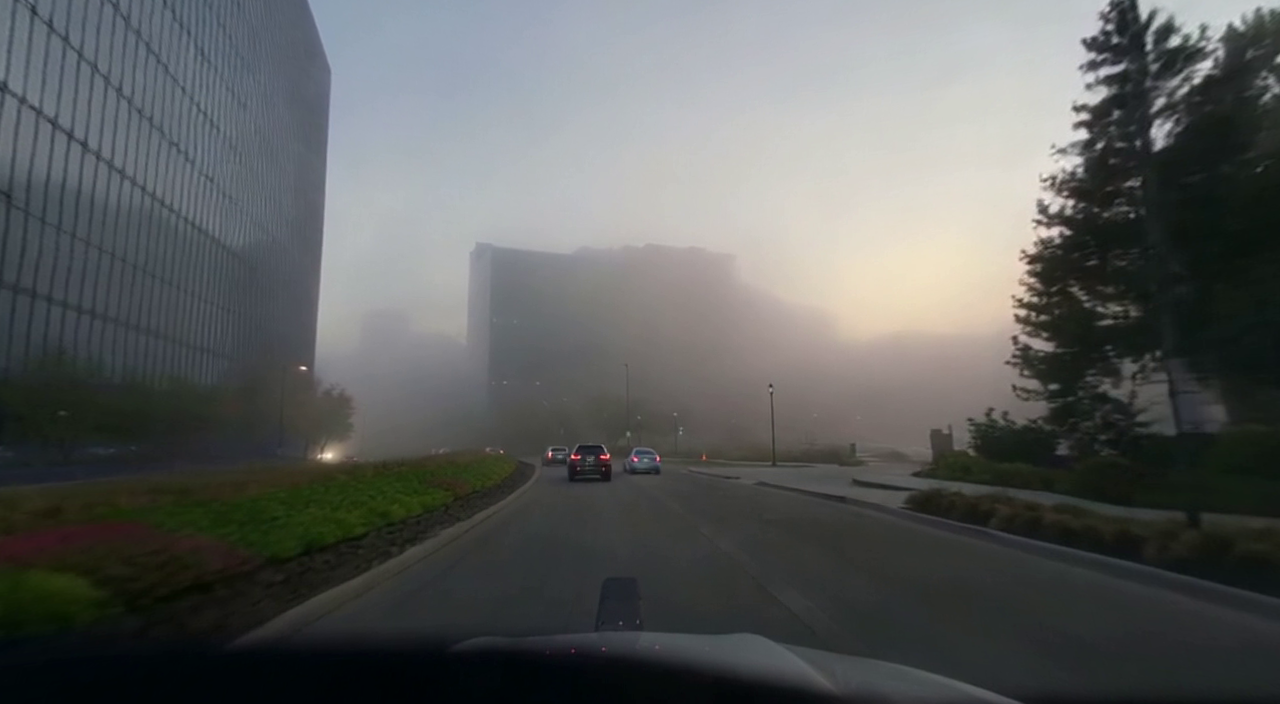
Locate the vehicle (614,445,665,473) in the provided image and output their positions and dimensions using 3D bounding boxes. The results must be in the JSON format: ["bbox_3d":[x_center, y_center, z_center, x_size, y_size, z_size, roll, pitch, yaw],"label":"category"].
[{"bbox_3d":[-0.102,6.122,36.171,2.116,1.506,4.355,2,-9,-11],"label":"vehicle"}]

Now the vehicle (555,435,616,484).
[{"bbox_3d":[-2.188,4.240,25.032,2.173,1.761,4.374,1,-9,-6],"label":"vehicle"}]

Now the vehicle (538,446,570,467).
[{"bbox_3d":[-6.798,8.166,49.260,2.029,1.515,4.494,2,-9,-13],"label":"vehicle"}]
